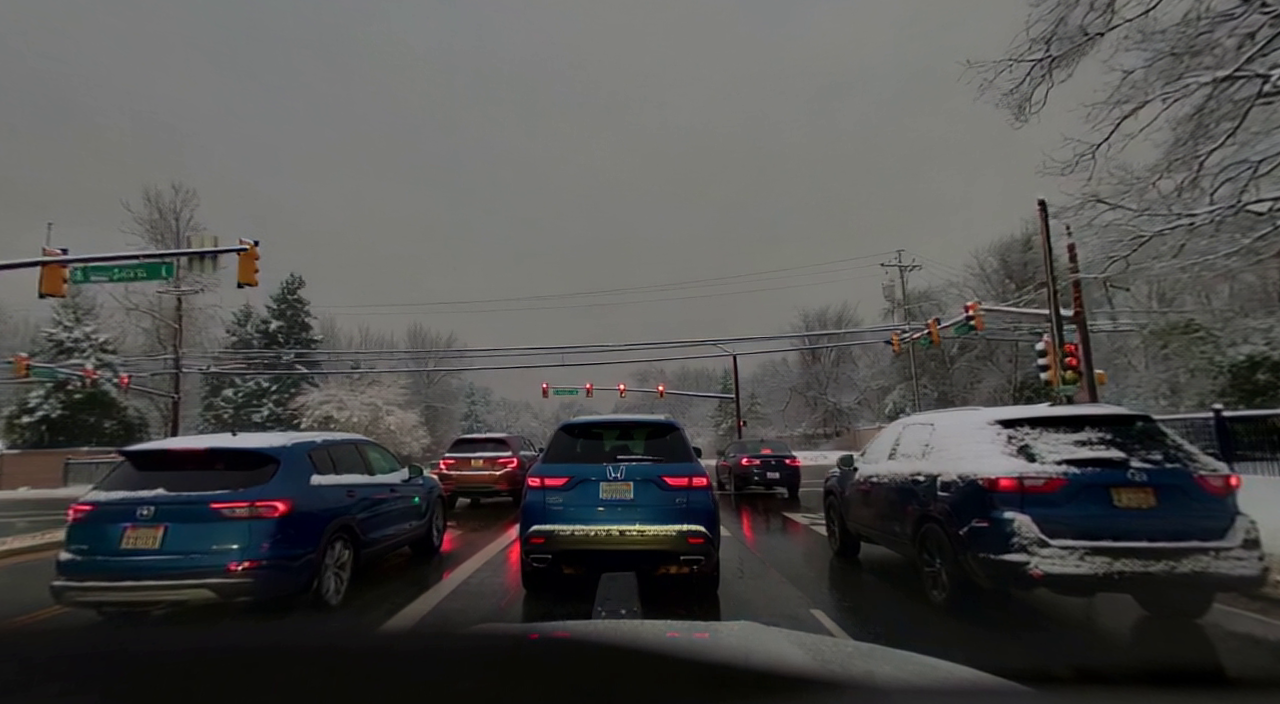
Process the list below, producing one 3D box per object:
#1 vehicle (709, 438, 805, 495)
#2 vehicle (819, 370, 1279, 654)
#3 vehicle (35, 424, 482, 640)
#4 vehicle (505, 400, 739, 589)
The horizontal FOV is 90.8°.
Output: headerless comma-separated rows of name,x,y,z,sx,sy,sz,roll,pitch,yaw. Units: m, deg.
vehicle,3.347,3.364,18.963,1.949,1.479,4.489,0,-9,-1
vehicle,3.517,1.350,6.366,1.999,1.789,4.583,0,-9,-1
vehicle,-3.190,1.577,6.645,1.881,1.466,4.484,0,-9,0
vehicle,-0.134,1.605,7.862,2.111,1.712,4.078,0,-9,1
